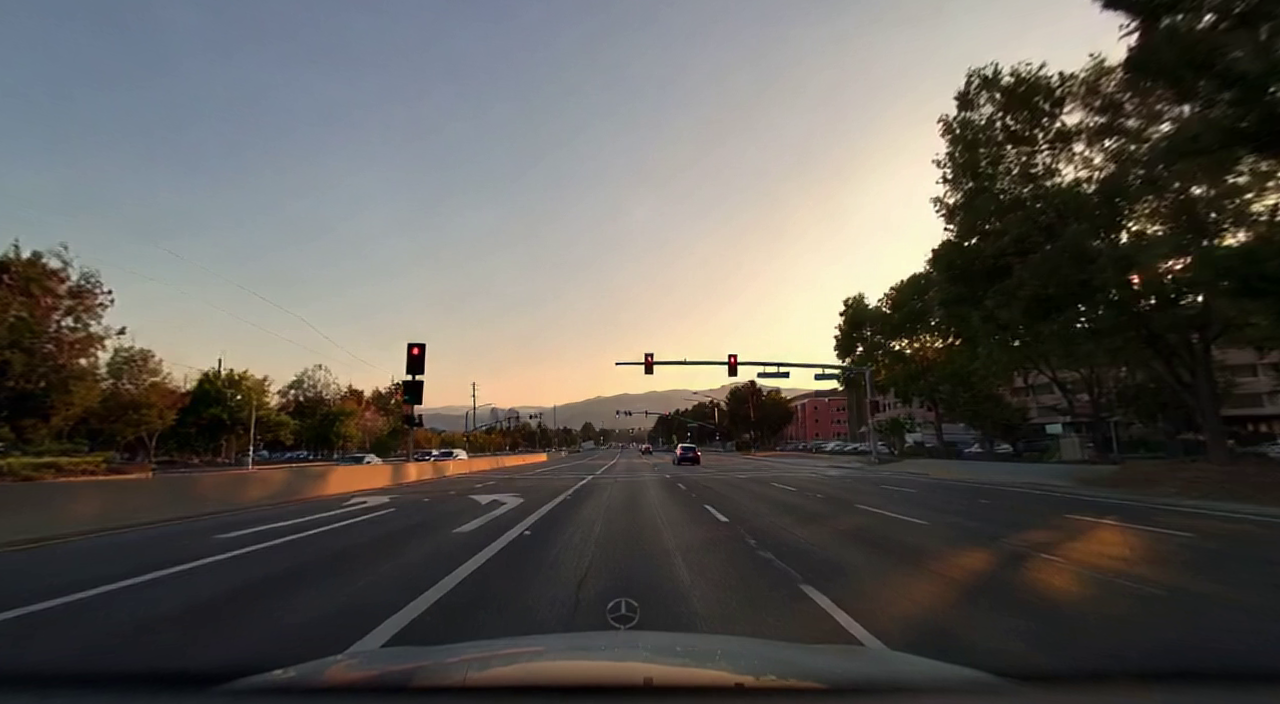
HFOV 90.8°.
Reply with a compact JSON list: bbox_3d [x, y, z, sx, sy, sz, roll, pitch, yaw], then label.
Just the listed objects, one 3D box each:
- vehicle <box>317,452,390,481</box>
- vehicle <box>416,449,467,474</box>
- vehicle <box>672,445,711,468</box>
[{"bbox_3d":[-15.776,6.327,35.109,1.926,1.445,4.556,0,-9,0],"label":"vehicle"},{"bbox_3d":[-12.723,7.012,40.802,1.870,1.501,4.364,0,-9,0],"label":"vehicle"},{"bbox_3d":[3.469,7.156,43.303,2.187,1.475,4.529,0,-9,-1],"label":"vehicle"}]
